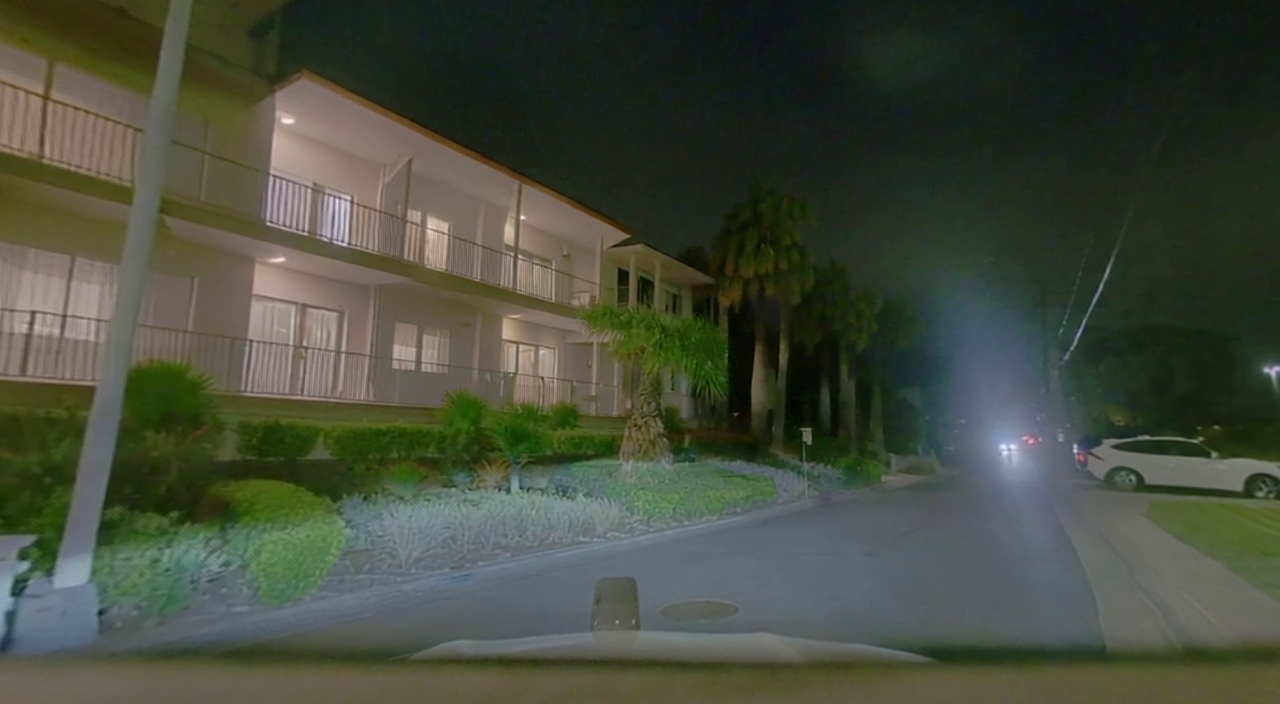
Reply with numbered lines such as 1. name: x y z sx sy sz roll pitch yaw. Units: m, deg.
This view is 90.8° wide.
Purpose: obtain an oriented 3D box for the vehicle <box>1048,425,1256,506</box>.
1. vehicle: 19.389 4.228 24.409 5.872 2.468 2.864 -1 -8 36
